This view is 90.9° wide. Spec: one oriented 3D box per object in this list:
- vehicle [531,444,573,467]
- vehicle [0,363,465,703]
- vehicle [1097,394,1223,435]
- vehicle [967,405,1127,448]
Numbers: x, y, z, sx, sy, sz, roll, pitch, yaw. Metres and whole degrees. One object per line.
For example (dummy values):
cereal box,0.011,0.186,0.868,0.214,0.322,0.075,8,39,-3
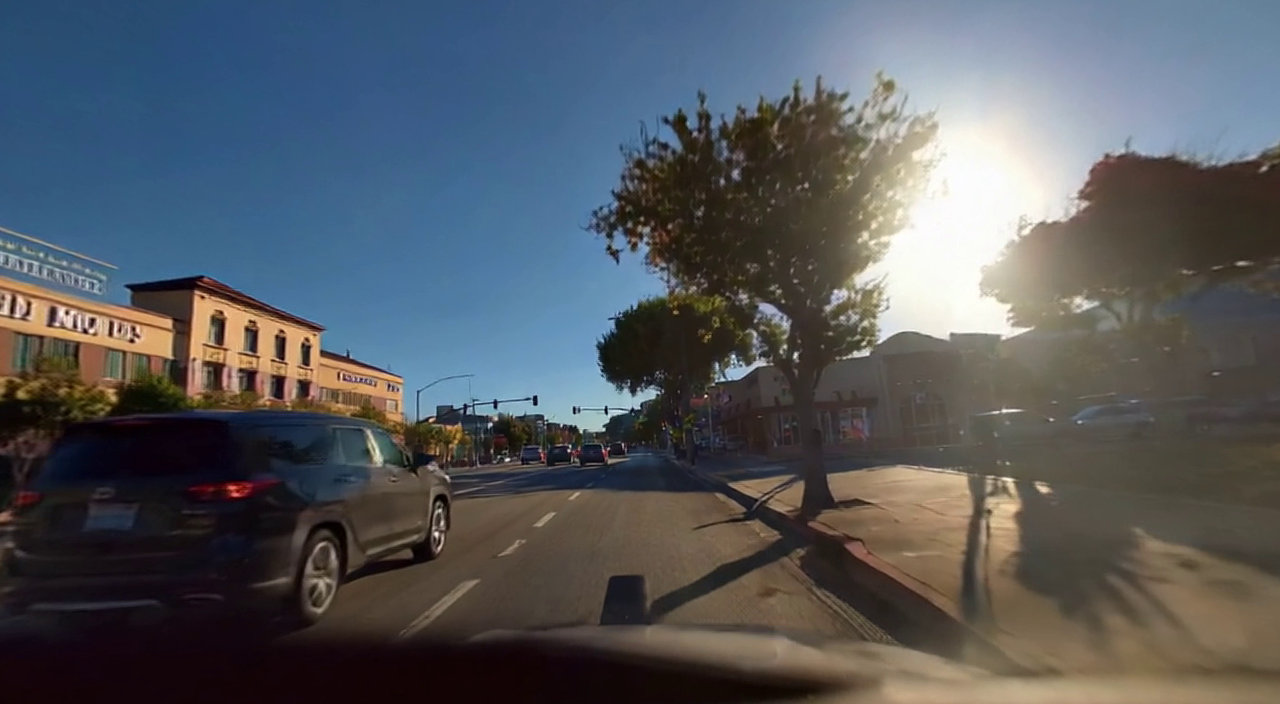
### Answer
vehicle,-5.945,7.025,43.107,2.030,1.488,4.650,-1,-8,2
vehicle,-3.427,1.283,5.601,2.277,1.743,4.893,0,-8,1
vehicle,24.784,3.079,30.324,1.903,1.700,4.934,-1,-8,1
vehicle,15.135,2.825,23.656,4.573,1.532,1.983,0,-8,0
